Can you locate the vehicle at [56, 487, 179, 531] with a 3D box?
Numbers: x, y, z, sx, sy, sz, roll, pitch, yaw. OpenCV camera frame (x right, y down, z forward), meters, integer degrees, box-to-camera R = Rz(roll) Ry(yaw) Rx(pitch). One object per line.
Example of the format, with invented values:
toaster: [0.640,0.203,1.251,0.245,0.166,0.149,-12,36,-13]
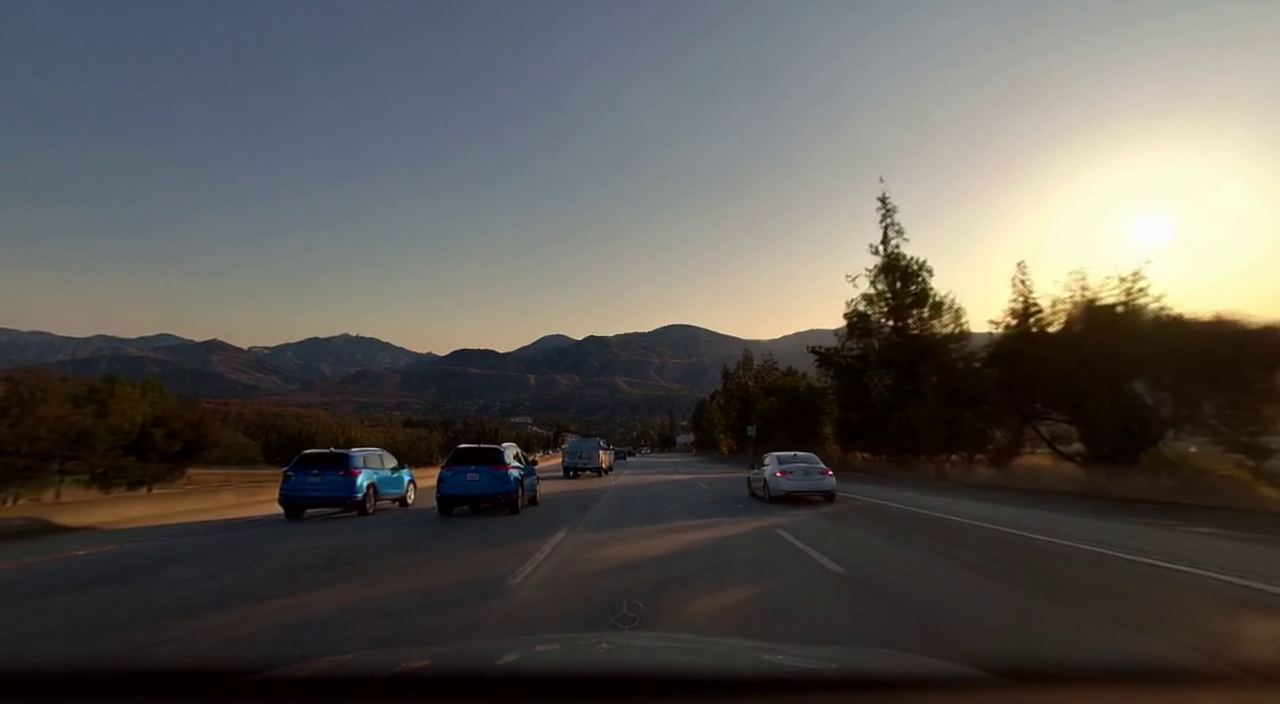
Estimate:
vehicle: [-24.423,7.337,29.685,1.835,1.544,4.610,0,-8,0]

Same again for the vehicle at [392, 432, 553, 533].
vehicle: [-3.206,2.592,13.085,2.080,1.716,4.207,0,-9,2]

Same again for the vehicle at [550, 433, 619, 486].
vehicle: [-2.388,4.860,28.805,2.494,2.136,5.539,0,-9,2]

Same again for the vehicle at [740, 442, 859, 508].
vehicle: [4.201,3.321,17.478,2.071,1.570,4.637,0,-9,0]

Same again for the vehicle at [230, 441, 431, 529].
vehicle: [-6.588,2.860,14.194,2.084,1.639,4.648,0,-9,1]
